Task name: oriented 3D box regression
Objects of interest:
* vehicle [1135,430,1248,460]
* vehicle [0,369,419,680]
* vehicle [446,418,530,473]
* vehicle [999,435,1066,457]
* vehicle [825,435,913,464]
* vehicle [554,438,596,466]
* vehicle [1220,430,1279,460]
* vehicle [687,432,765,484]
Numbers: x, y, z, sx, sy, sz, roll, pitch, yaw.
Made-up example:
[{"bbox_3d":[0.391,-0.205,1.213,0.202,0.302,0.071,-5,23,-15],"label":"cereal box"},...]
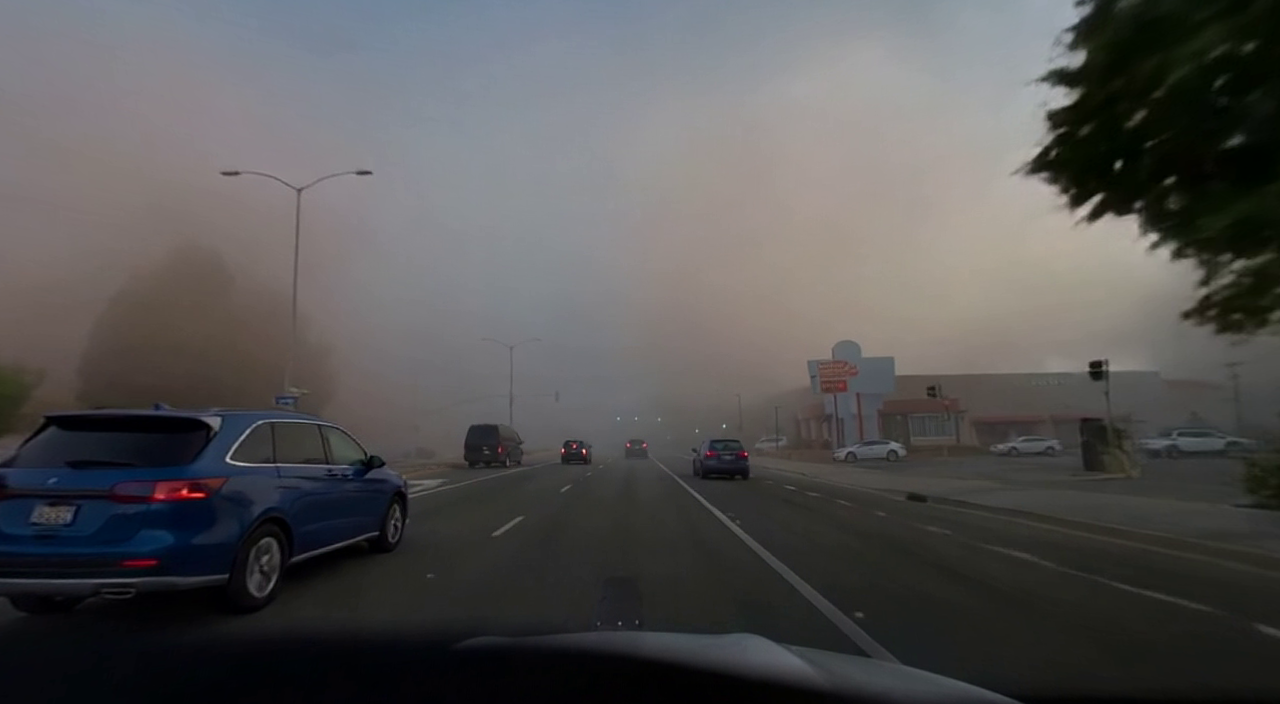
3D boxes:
[{"bbox_3d":[28.093,4.769,32.256,1.760,1.431,4.343,0,-9,-2],"label":"vehicle"},{"bbox_3d":[-3.818,1.285,5.771,2.038,1.748,4.303,0,-9,-1],"label":"vehicle"},{"bbox_3d":[-7.743,4.884,32.892,2.863,2.592,6.410,0,-9,-1],"label":"vehicle"},{"bbox_3d":[27.714,6.691,44.638,1.768,1.460,4.677,0,-9,0],"label":"vehicle"},{"bbox_3d":[14.418,6.176,39.766,4.626,1.562,2.159,-2,-8,-2],"label":"vehicle"},{"bbox_3d":[-4.075,6.412,40.445,2.133,1.677,4.727,0,-9,1],"label":"vehicle"},{"bbox_3d":[33.237,4.866,32.795,1.817,1.503,4.238,0,-9,-1],"label":"vehicle"},{"bbox_3d":[3.161,4.031,24.224,2.167,1.792,4.835,0,-9,-2],"label":"vehicle"}]
